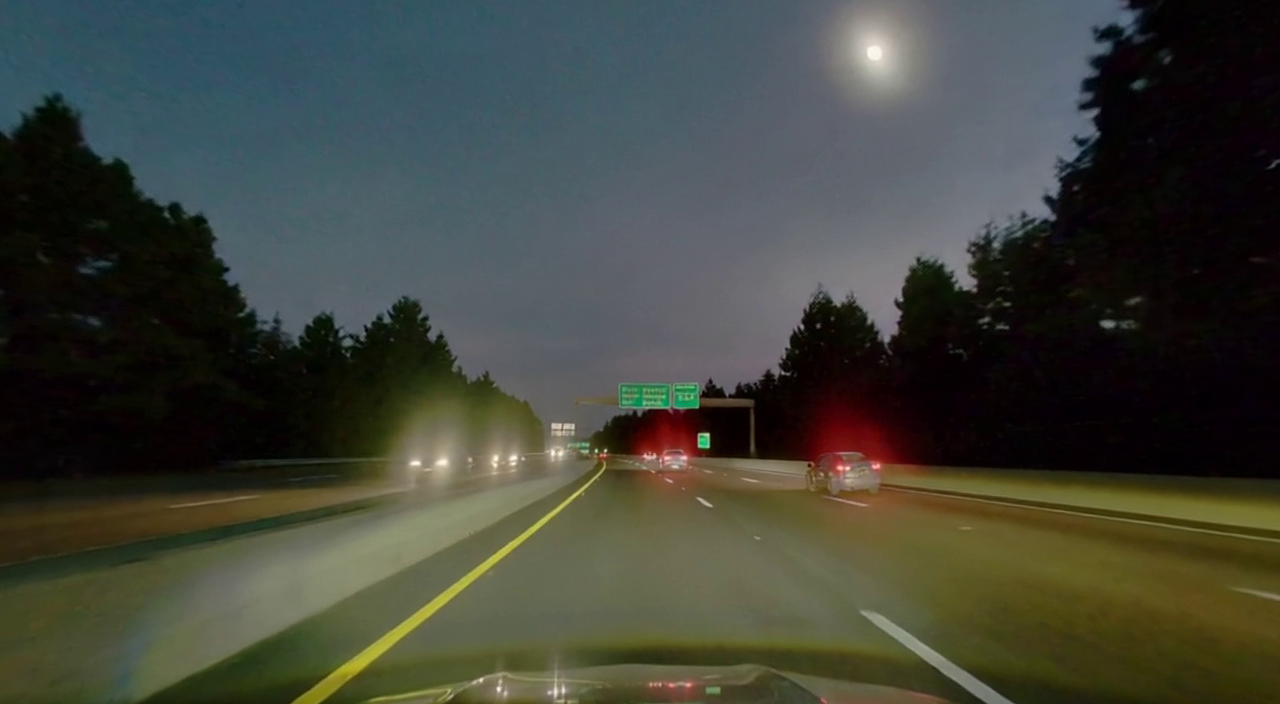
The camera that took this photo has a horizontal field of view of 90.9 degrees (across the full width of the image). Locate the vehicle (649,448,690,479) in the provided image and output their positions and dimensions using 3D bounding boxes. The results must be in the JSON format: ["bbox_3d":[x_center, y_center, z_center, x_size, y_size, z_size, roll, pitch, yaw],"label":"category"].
[{"bbox_3d":[1.516,5.966,33.997,2.011,1.590,3.607,0,-9,-1],"label":"vehicle"}]

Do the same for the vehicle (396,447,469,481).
[{"bbox_3d":[-10.102,5.478,31.081,2.006,1.516,4.784,0,-9,-1],"label":"vehicle"}]
